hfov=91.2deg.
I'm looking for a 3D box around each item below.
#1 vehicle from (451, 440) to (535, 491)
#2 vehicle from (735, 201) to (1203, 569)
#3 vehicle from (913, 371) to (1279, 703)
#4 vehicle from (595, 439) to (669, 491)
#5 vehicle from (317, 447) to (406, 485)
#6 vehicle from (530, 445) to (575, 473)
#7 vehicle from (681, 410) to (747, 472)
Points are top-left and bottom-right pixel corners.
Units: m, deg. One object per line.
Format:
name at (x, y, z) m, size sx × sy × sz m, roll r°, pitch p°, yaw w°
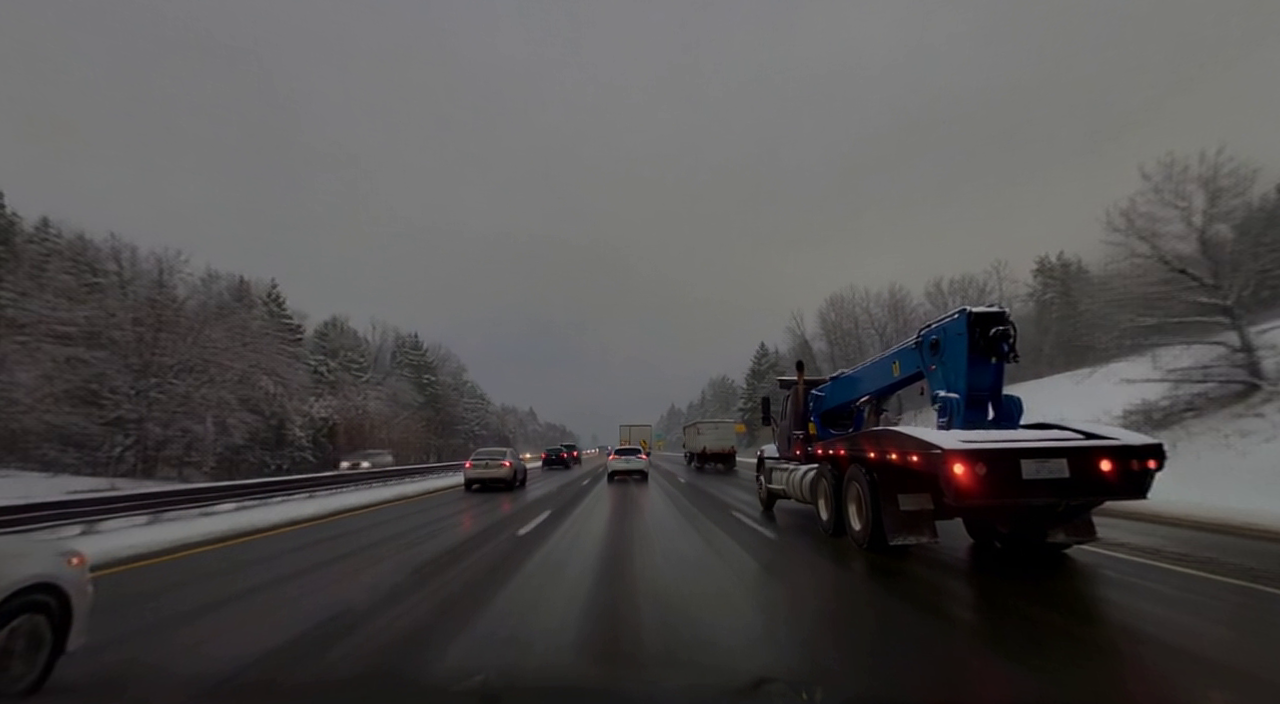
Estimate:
vehicle at (-4.785, 3.744, 20.990) m, size 1.858 × 1.527 × 3.974 m, roll 0°, pitch -9°, yaw 0°
vehicle at (3.765, 0.885, 10.332) m, size 2.975 × 3.618 × 8.456 m, roll 0°, pitch -9°, yaw -1°
vehicle at (3.955, 0.964, 3.021) m, size 2.599 × 1.631 × 5.693 m, roll 0°, pitch -9°, yaw -1°
vehicle at (-0.293, 3.602, 20.301) m, size 2.150 × 1.498 × 3.988 m, roll 0°, pitch -9°, yaw -1°
vehicle at (-12.118, 4.969, 27.646) m, size 1.869 × 1.541 × 4.519 m, roll 0°, pitch -9°, yaw 0°
vehicle at (-4.961, 6.137, 36.165) m, size 1.924 × 1.481 × 4.264 m, roll 0°, pitch -9°, yaw 1°
vehicle at (3.662, 4.686, 32.676) m, size 2.416 × 2.829 × 7.016 m, roll 0°, pitch -9°, yaw -1°
